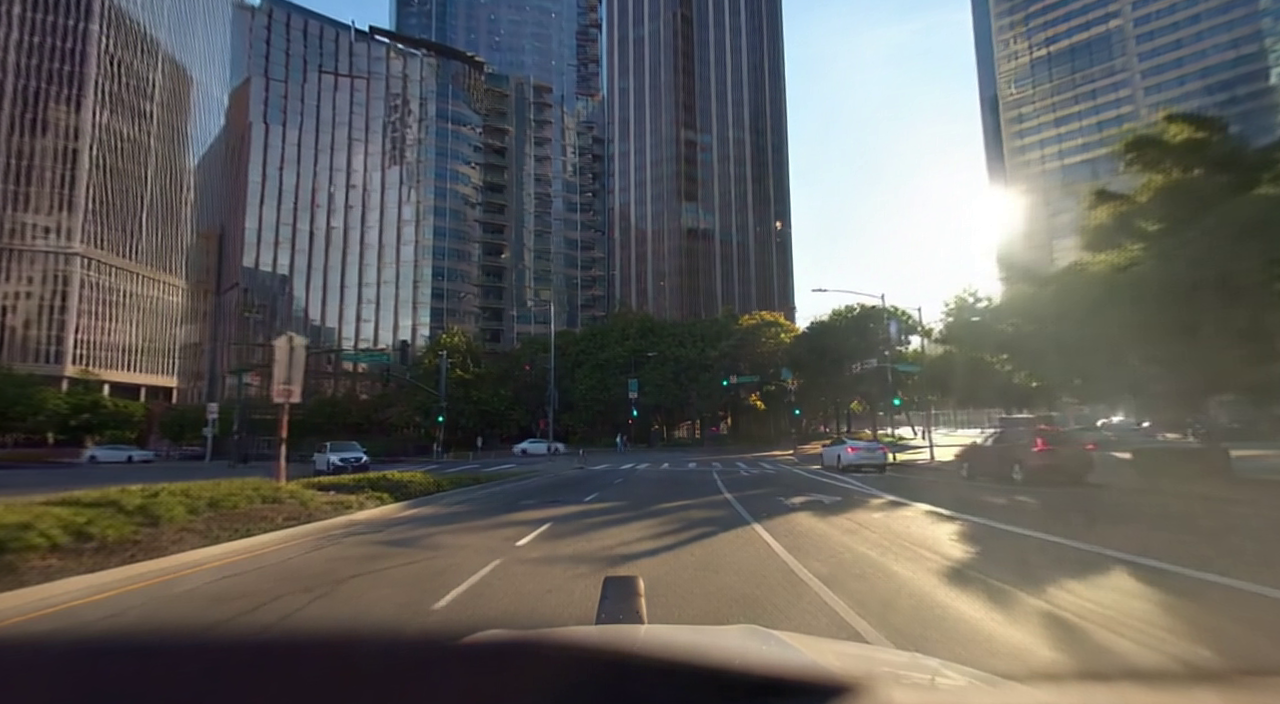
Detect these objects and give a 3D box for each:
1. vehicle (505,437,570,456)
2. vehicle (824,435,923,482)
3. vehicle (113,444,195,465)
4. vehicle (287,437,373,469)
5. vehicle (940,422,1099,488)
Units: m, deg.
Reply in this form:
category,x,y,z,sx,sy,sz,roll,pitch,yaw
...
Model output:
category,x,y,z,sx,sy,sz,roll,pitch,yaw
vehicle,-8.055,7.446,49.810,4.762,1.420,1.814,-1,-8,1
vehicle,8.309,3.826,23.032,1.936,1.489,4.885,-1,-8,2
vehicle,-35.600,7.509,46.371,4.503,1.475,1.789,0,-8,0
vehicle,-19.521,6.336,39.802,4.779,1.910,2.125,-4,-9,21
vehicle,11.697,3.225,20.009,2.027,1.810,4.854,0,-8,0
